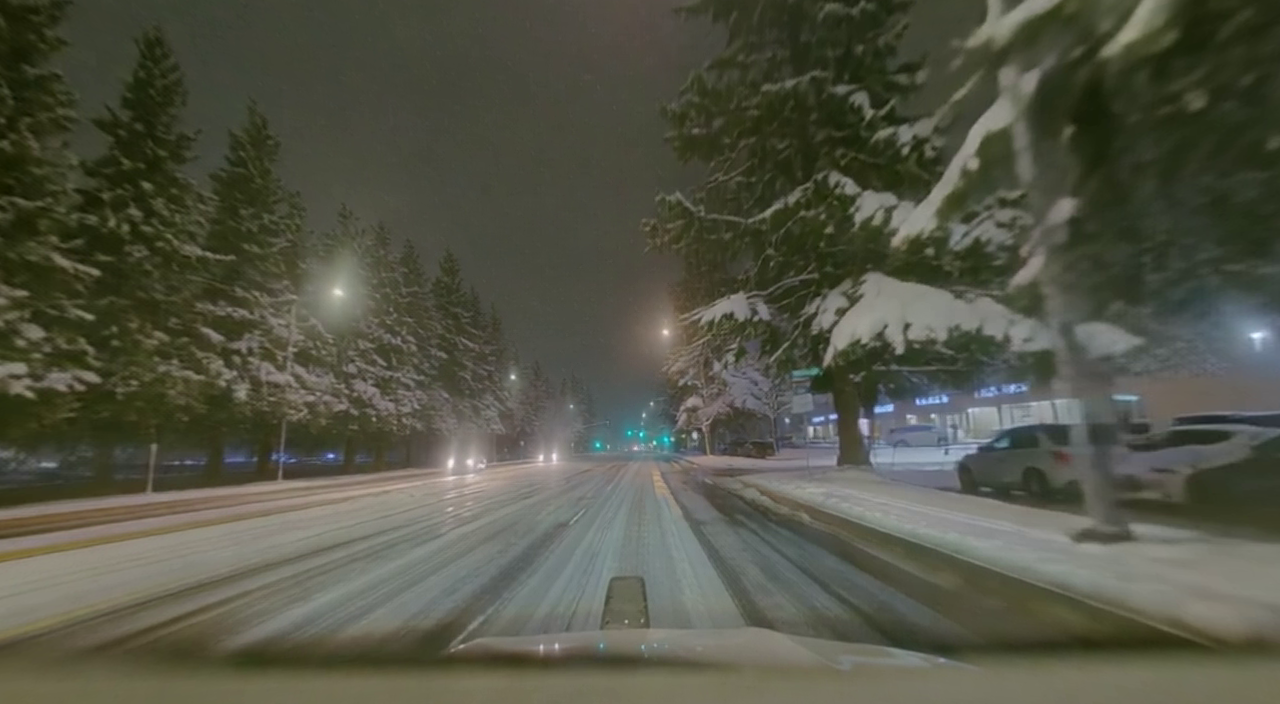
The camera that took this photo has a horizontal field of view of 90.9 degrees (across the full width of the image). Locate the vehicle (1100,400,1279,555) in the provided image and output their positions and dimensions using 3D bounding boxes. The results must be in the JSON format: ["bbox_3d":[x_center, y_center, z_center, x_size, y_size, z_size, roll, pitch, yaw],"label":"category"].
[{"bbox_3d":[7.704,1.328,6.750,1.896,1.615,4.778,-1,-10,0],"label":"vehicle"}]

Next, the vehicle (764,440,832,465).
[{"bbox_3d":[11.290,7.221,45.267,4.361,1.462,1.857,-3,-11,1],"label":"vehicle"}]

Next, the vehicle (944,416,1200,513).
[{"bbox_3d":[7.899,2.122,12.180,2.004,1.498,4.208,-1,-9,1],"label":"vehicle"}]
